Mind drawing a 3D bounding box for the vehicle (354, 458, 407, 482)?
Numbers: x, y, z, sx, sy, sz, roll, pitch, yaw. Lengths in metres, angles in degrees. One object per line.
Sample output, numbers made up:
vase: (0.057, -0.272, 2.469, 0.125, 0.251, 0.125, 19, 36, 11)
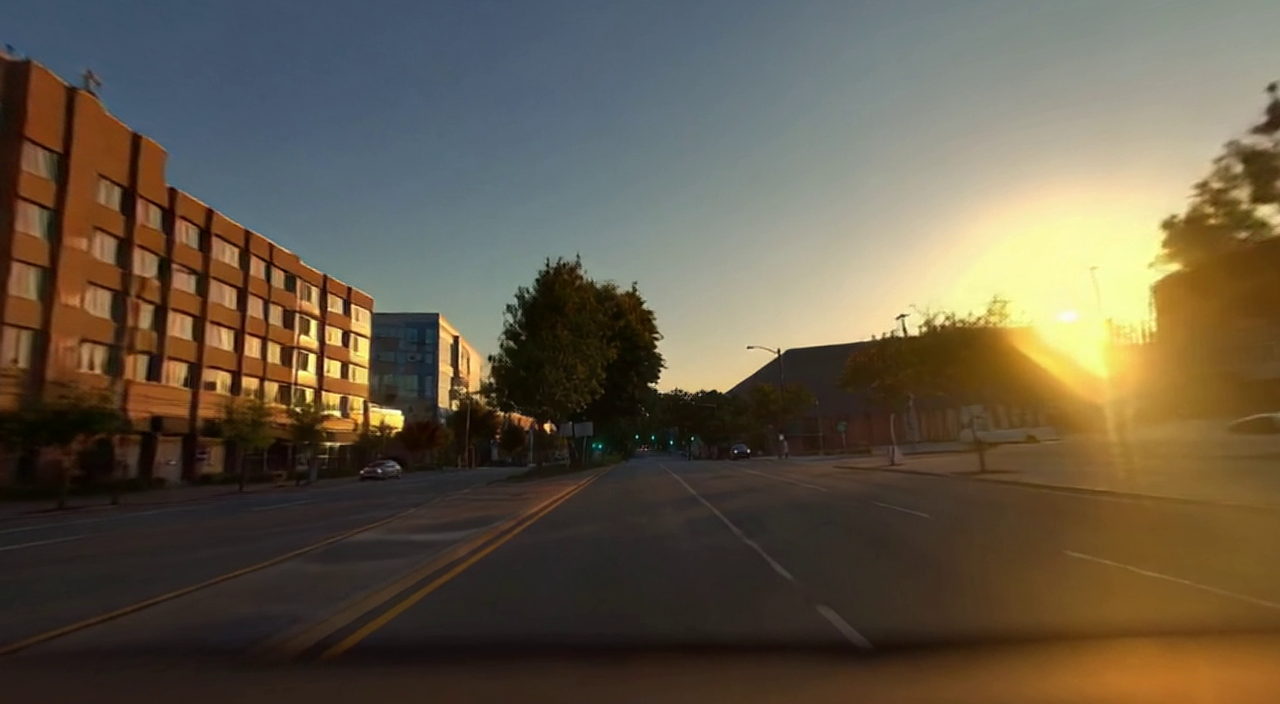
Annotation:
vehicle: (-19.059, 8.661, 46.616, 2.010, 1.504, 4.820, -5, -10, -2)
